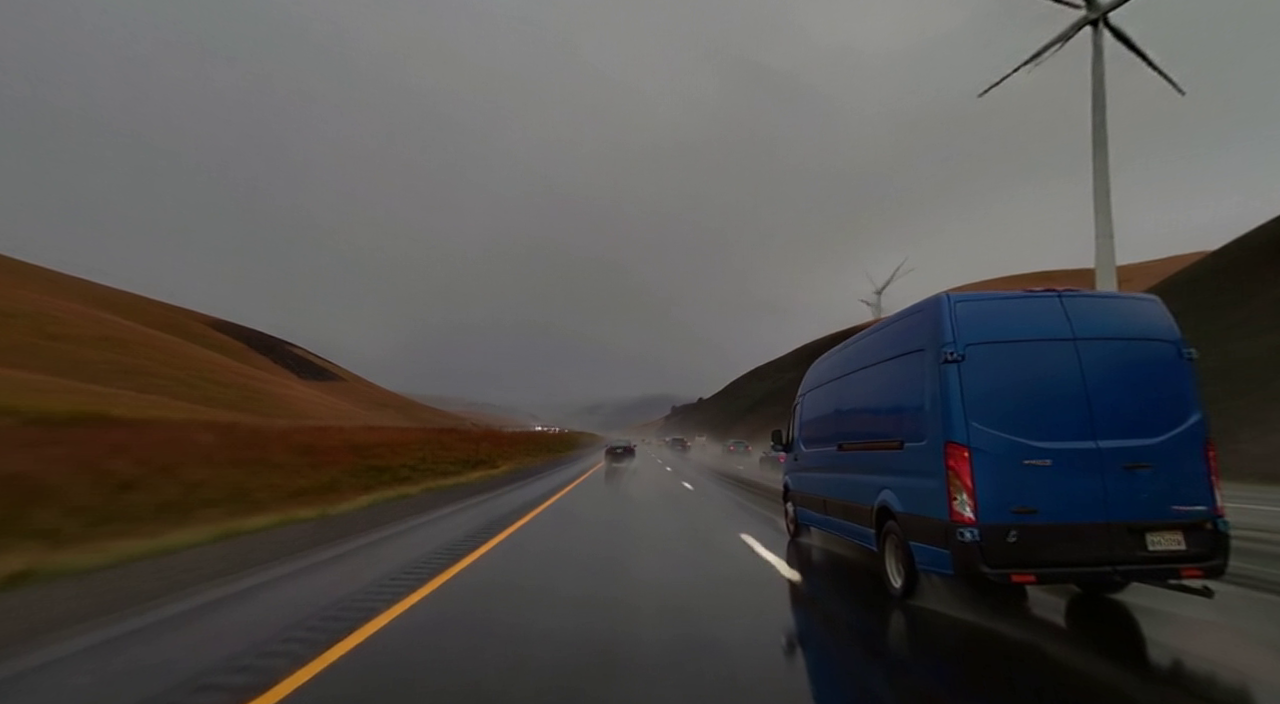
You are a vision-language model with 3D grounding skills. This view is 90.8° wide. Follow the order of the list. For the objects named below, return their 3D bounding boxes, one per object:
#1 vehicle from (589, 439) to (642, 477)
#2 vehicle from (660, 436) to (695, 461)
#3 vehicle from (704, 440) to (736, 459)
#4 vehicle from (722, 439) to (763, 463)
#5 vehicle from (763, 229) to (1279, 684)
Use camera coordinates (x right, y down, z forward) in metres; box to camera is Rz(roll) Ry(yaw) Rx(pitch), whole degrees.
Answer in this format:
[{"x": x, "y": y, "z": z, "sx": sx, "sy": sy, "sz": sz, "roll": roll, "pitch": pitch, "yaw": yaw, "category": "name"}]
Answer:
[{"x": -0.983, "y": 4.417, "z": 26.537, "sx": 2.082, "sy": 1.445, "sz": 3.826, "roll": 0, "pitch": -8, "yaw": -1, "category": "vehicle"}, {"x": 2.628, "y": 6.912, "z": 45.193, "sx": 2.108, "sy": 1.717, "sz": 3.996, "roll": 0, "pitch": -8, "yaw": -1, "category": "vehicle"}, {"x": 6.284, "y": 7.703, "z": 49.949, "sx": 1.850, "sy": 1.475, "sz": 4.460, "roll": 0, "pitch": -8, "yaw": -2, "category": "vehicle"}, {"x": 6.812, "y": 6.634, "z": 42.405, "sx": 1.858, "sy": 1.475, "sz": 4.421, "roll": 0, "pitch": -8, "yaw": -2, "category": "vehicle"}, {"x": 3.067, "y": 0.968, "z": 6.555, "sx": 2.365, "sy": 2.630, "sz": 5.754, "roll": 0, "pitch": -8, "yaw": 0, "category": "vehicle"}]
